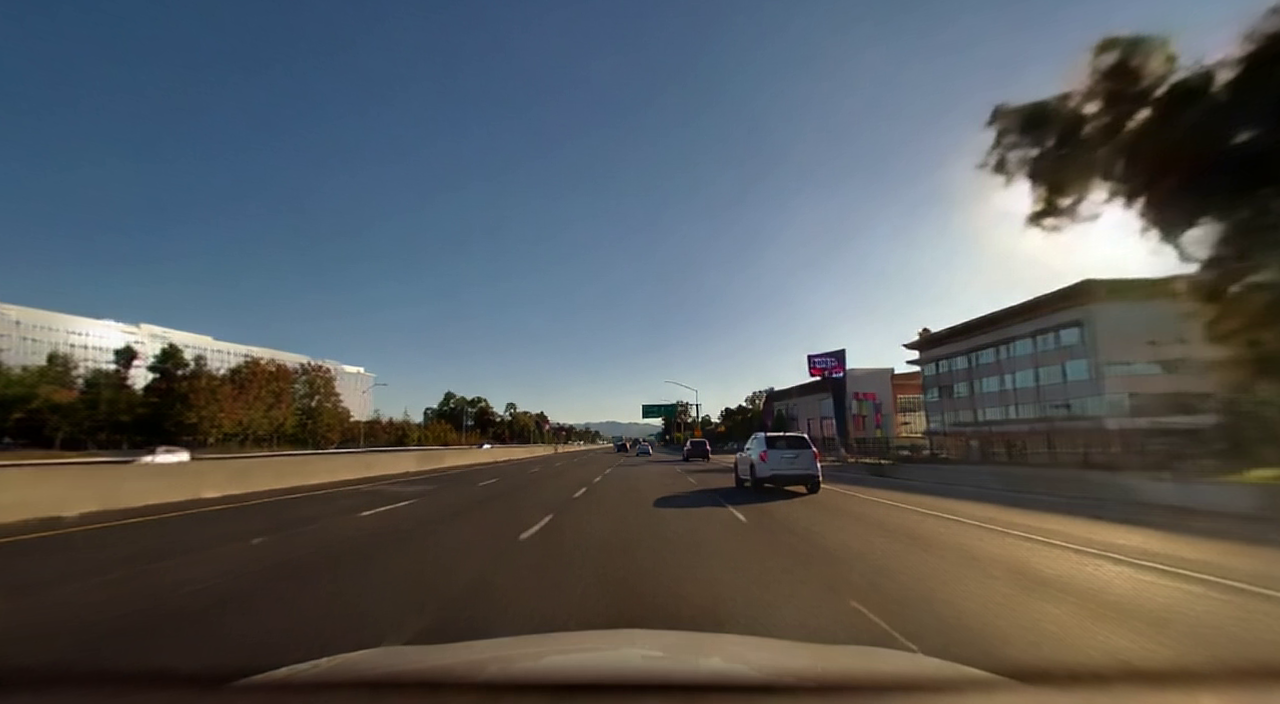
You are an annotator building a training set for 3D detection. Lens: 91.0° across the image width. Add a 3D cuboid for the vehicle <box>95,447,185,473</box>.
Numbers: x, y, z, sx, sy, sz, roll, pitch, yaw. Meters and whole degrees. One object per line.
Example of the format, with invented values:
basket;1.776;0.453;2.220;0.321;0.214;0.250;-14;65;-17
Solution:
vehicle;-32.087;6.921;40.577;1.880;1.501;4.689;0;-8;1
